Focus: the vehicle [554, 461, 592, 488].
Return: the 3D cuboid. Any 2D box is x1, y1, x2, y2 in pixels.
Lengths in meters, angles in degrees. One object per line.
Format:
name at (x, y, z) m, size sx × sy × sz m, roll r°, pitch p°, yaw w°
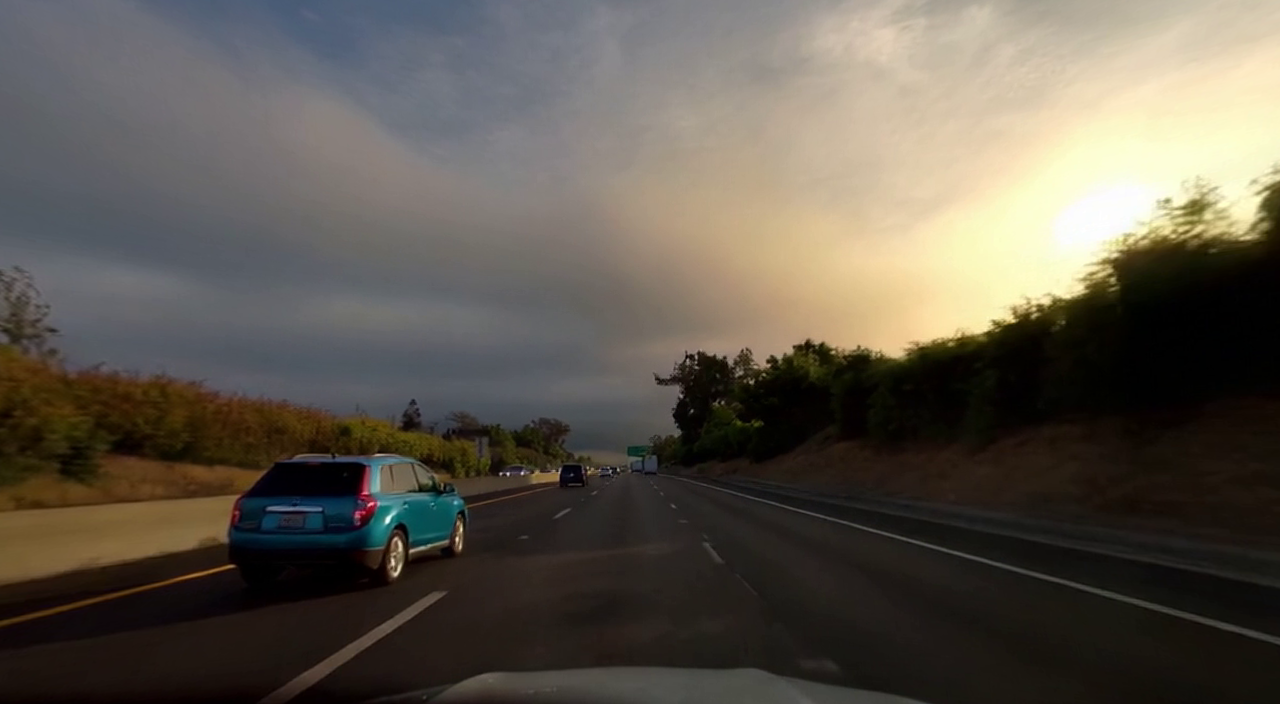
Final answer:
vehicle at (-4.584, 8.481, 43.839) m, size 2.178 × 1.736 × 4.847 m, roll 1°, pitch -10°, yaw 0°
